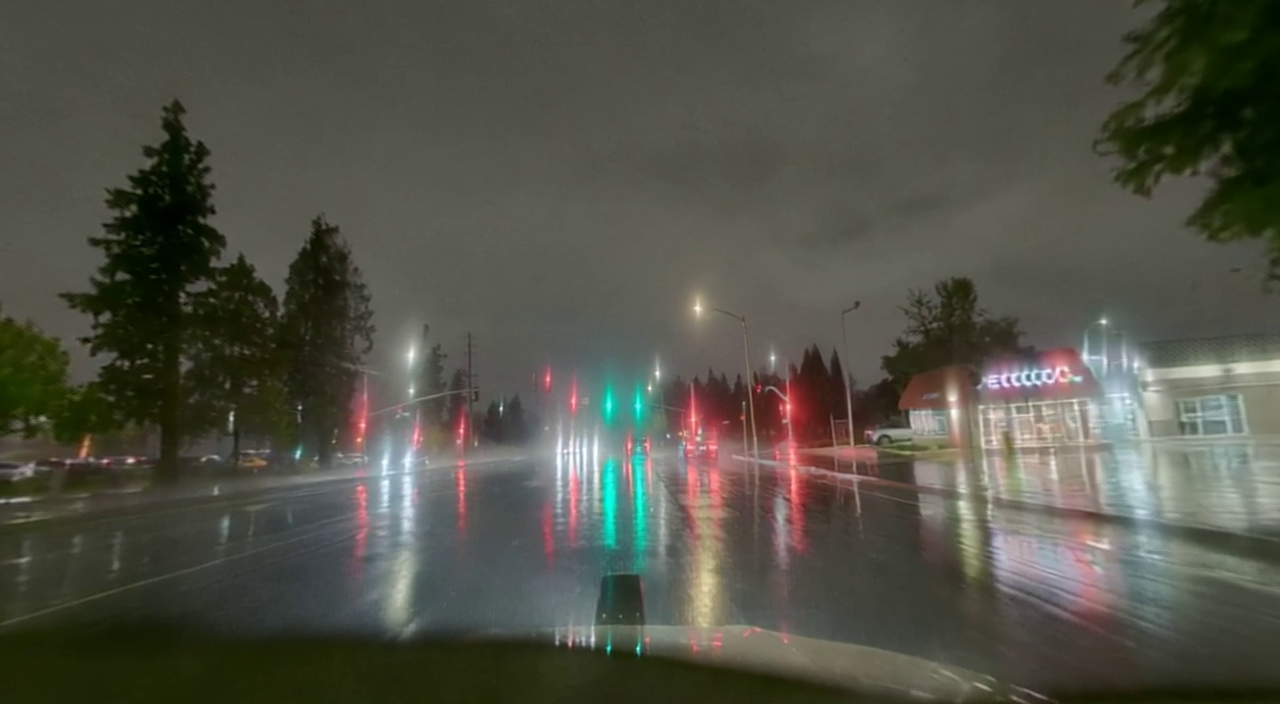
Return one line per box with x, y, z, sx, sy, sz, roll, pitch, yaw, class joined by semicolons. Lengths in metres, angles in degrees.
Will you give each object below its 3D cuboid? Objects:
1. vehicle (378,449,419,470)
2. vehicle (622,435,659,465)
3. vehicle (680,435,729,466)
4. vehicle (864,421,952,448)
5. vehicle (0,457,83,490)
-18.726;8.331;49.237;1.832;1.515;4.369;1;-8;-5;vehicle
-0.038;5.998;38.810;2.146;1.685;4.003;0;-8;-2;vehicle
3.645;5.689;36.688;2.198;1.660;4.512;0;-8;-2;vehicle
15.745;4.913;37.295;4.344;1.512;1.936;-1;-8;5;vehicle
-34.343;6.769;35.209;4.528;1.675;2.083;5;-10;-31;vehicle
